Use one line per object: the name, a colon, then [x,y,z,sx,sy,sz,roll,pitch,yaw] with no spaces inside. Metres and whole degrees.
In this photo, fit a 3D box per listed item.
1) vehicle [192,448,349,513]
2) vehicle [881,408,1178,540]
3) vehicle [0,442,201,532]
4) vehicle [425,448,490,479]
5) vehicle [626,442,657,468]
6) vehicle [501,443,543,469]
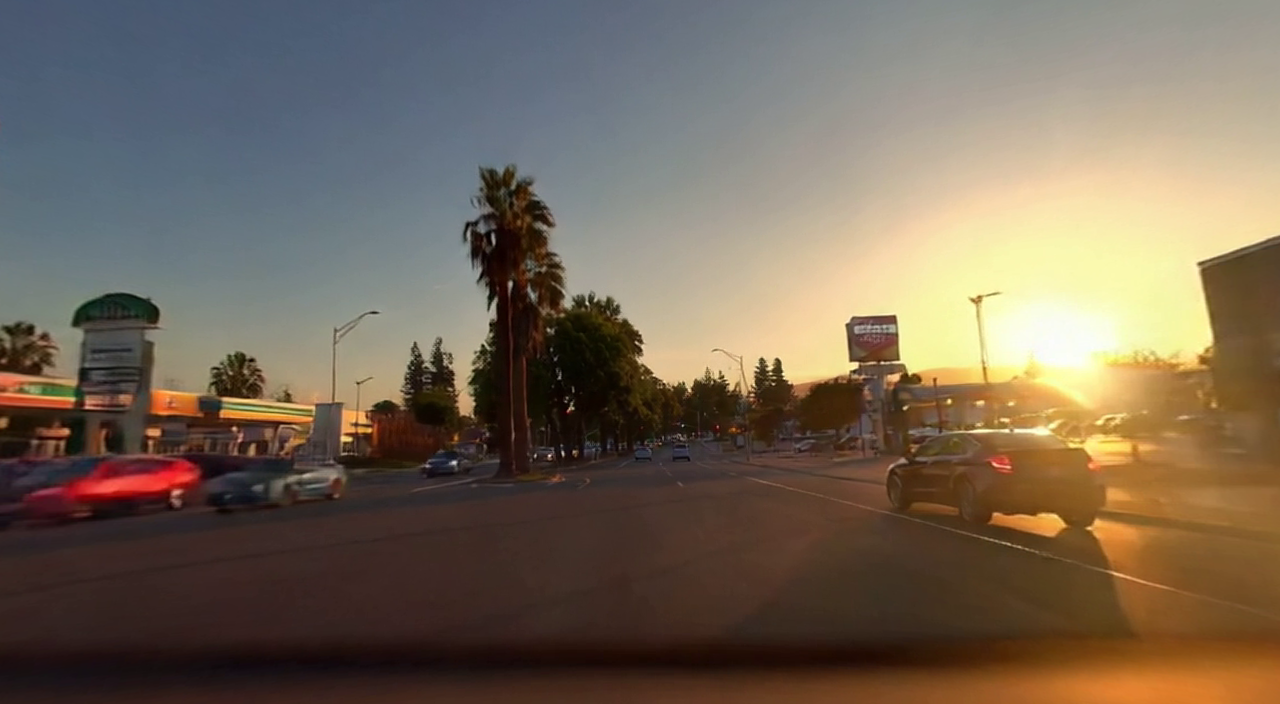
vehicle: [-9.246,3.204,16.228,1.806,1.444,3.606,-1,-9,1]
vehicle: [6.352,2.066,11.275,2.066,1.807,4.893,0,-9,-1]
vehicle: [-12.699,2.963,14.535,2.082,1.720,4.316,0,-9,0]
vehicle: [-9.419,5.754,33.050,1.931,1.479,4.555,-1,-9,1]
vehicle: [0.107,7.398,45.581,2.177,1.754,3.815,0,-9,0]
vehicle: [-9.043,8.006,48.899,2.169,1.910,4.745,-1,-9,2]
